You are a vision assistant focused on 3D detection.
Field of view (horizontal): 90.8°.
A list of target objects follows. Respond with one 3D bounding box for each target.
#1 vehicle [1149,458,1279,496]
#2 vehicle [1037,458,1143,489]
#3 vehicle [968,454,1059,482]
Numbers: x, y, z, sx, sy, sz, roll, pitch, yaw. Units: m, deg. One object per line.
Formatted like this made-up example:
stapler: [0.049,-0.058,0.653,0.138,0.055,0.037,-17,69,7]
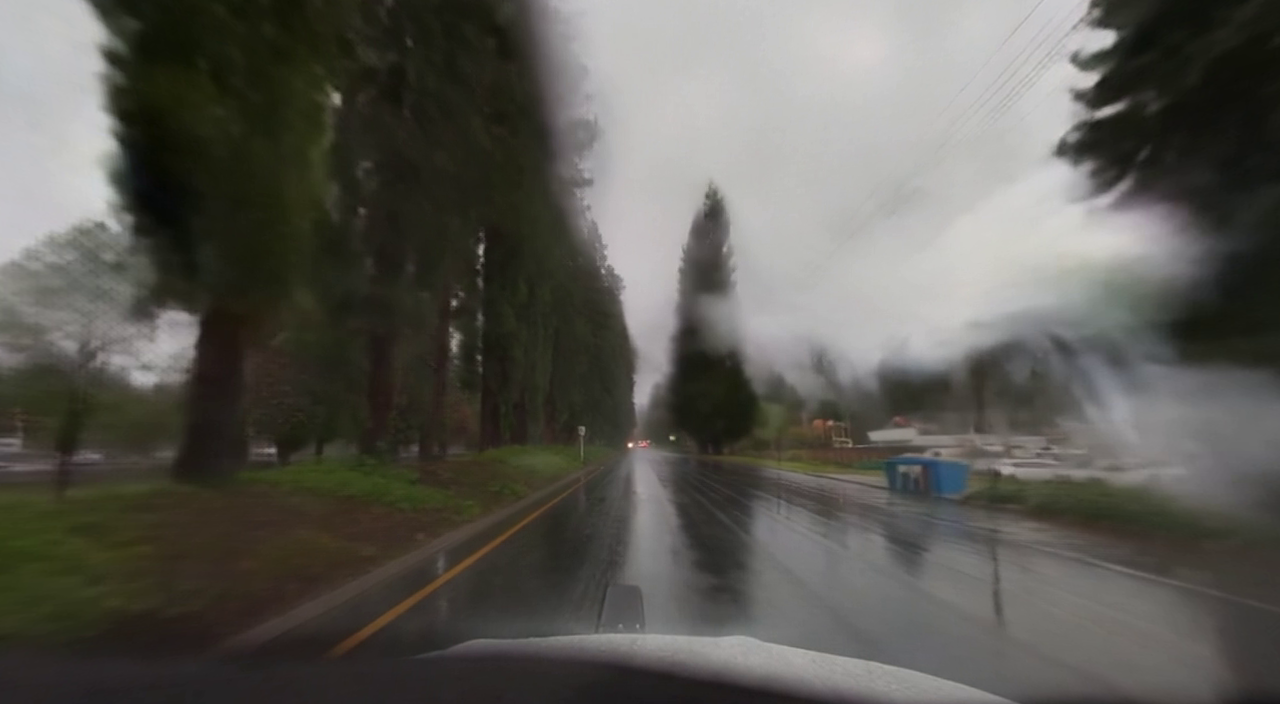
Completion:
vehicle: [24.276,5.183,26.311,4.369,1.454,1.973,0,-9,1]
vehicle: [23.997,6.464,33.778,4.271,1.542,1.887,0,-8,-3]
vehicle: [23.754,7.357,40.255,4.519,1.658,1.911,-1,-8,0]
